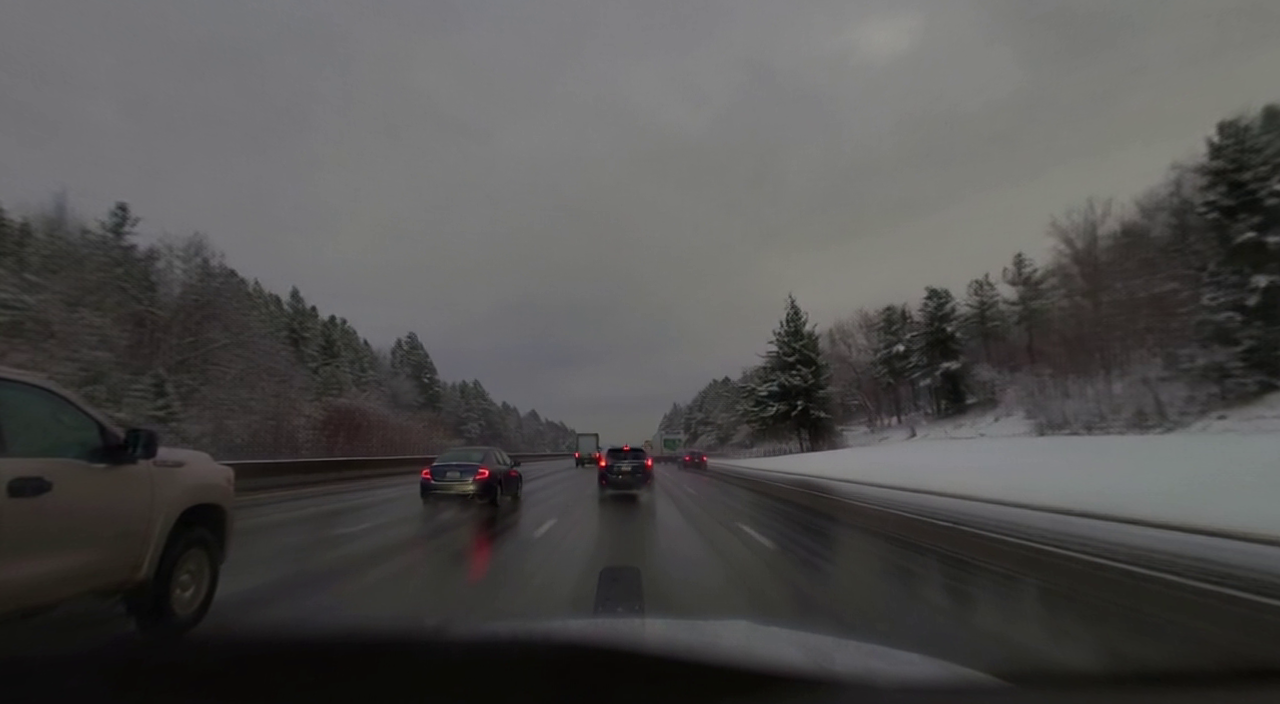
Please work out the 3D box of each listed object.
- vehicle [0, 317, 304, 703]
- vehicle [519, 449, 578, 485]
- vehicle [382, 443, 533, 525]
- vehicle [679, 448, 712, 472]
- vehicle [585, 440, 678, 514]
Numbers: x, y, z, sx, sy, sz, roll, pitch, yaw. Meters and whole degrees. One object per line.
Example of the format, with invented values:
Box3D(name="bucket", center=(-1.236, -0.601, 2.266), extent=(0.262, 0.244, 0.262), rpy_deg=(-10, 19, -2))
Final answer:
Box3D(name="vehicle", center=(-3.929, 0.785, 2.653), extent=(2.243, 1.889, 4.949), rpy_deg=(0, -9, 0))
Box3D(name="vehicle", center=(-4.016, 5.100, 28.340), extent=(1.999, 1.484, 4.269), rpy_deg=(0, -9, 0))
Box3D(name="vehicle", center=(-3.746, 2.792, 13.901), extent=(1.988, 1.501, 4.438), rpy_deg=(0, -9, 0))
Box3D(name="vehicle", center=(3.727, 7.356, 43.053), extent=(1.858, 1.537, 3.838), rpy_deg=(0, -9, -1))
Box3D(name="vehicle", center=(-0.196, 2.994, 15.491), extent=(1.996, 1.574, 3.426), rpy_deg=(0, -9, 0))
